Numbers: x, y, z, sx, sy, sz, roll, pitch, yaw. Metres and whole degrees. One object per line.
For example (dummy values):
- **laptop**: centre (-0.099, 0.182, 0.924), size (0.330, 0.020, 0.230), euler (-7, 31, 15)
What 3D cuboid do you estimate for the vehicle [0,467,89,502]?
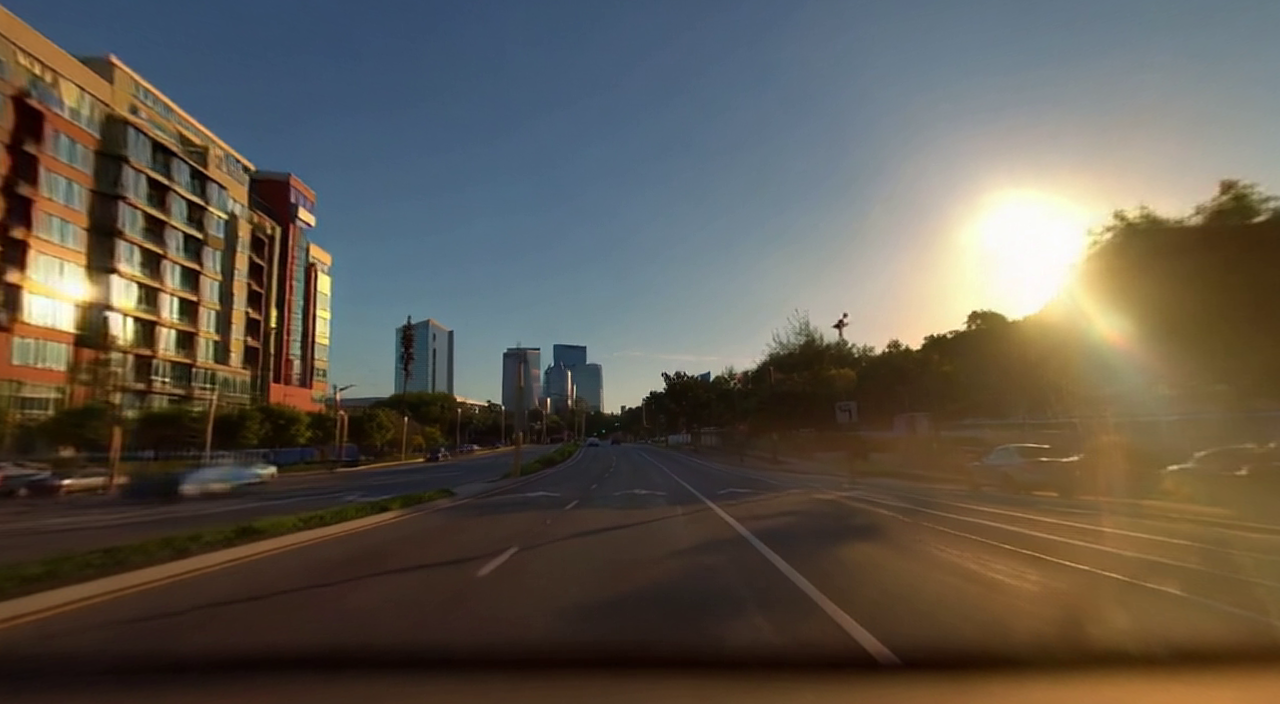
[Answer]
- **vehicle**: centre (-29.213, 6.351, 30.376), size (1.629, 1.411, 3.897), euler (0, -8, 2)

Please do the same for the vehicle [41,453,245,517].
- **vehicle**: centre (-13.247, 3.521, 17.244), size (1.811, 1.433, 4.387), euler (-1, -8, 4)

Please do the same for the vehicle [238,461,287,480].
- **vehicle**: centre (-28.946, 9.086, 48.391), size (1.518, 1.364, 3.470), euler (-1, -9, 1)
